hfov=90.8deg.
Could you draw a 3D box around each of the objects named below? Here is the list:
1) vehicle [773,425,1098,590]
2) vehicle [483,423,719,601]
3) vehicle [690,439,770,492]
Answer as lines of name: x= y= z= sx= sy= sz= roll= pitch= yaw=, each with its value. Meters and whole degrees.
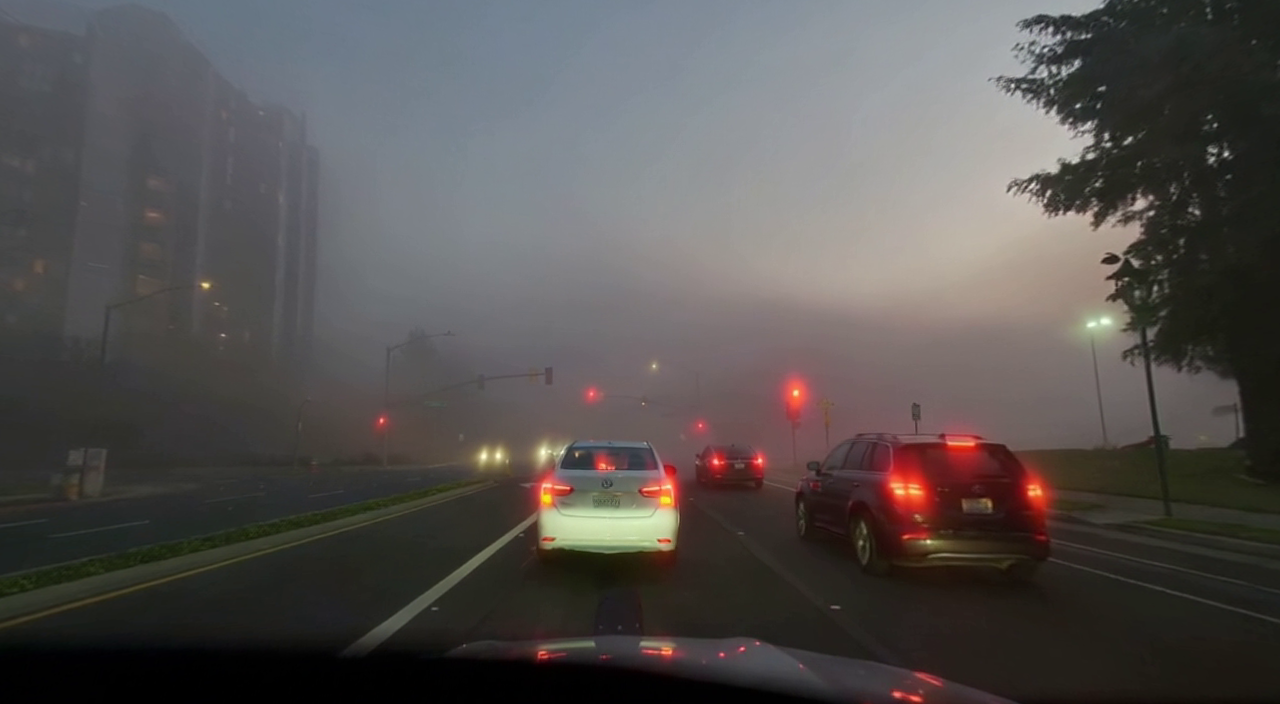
vehicle: x=3.141 y=1.733 z=7.920 sx=1.910 sy=1.474 sz=4.263 roll=0 pitch=-9 yaw=-1
vehicle: x=-0.360 y=1.636 z=7.239 sx=2.006 sy=1.487 sz=3.535 roll=0 pitch=-9 yaw=-1
vehicle: x=2.866 y=3.714 z=21.075 sx=1.874 sy=1.556 sz=4.116 roll=0 pitch=-9 yaw=-3
